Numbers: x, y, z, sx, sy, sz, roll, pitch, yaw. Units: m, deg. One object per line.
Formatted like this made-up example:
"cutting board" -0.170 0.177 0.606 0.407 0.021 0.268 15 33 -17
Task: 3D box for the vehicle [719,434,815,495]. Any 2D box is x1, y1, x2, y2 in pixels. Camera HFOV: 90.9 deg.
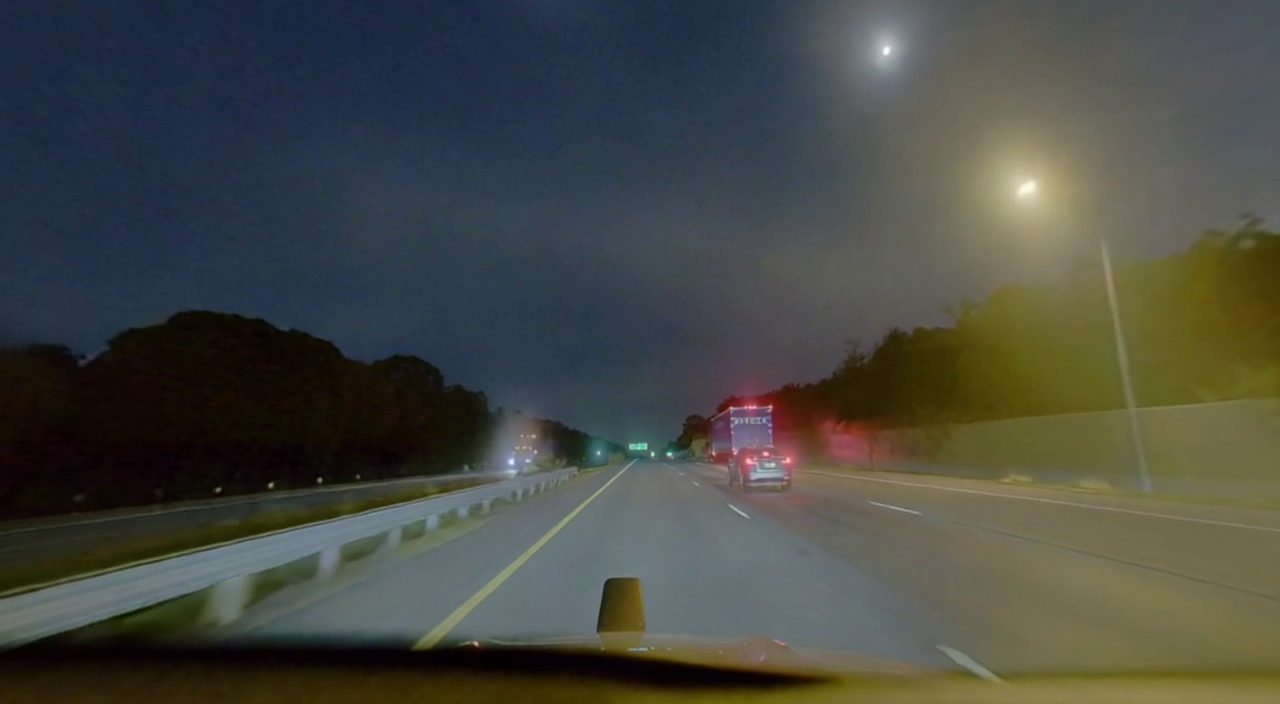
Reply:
"vehicle" 3.923 3.568 20.303 2.093 1.742 4.167 0 -9 -2
